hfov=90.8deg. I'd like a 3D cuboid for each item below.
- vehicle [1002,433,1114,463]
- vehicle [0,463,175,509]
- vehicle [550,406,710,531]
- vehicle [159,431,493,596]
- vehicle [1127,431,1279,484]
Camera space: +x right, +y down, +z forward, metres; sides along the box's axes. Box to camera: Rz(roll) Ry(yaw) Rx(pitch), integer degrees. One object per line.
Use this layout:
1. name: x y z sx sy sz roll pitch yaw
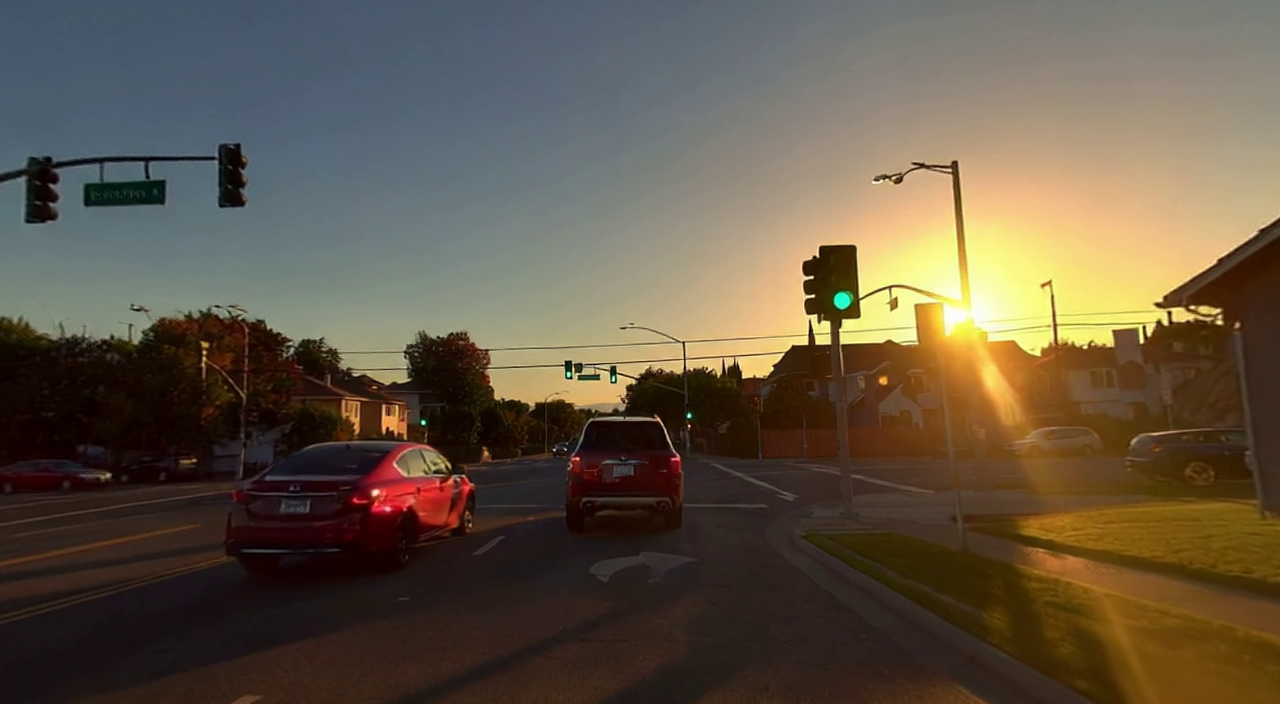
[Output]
1. vehicle: 21.351 4.930 32.471 4.353 1.431 1.876 -2 -9 14
2. vehicle: -19.365 4.660 22.233 4.678 1.417 2.065 -2 -9 10
3. vehicle: -0.188 2.100 11.921 2.396 1.881 4.606 0 -8 -1
4. vehicle: -3.334 1.777 7.910 1.934 1.459 4.368 0 -8 0
5. vehicle: 17.234 3.006 18.117 4.715 1.439 1.874 -2 -9 14
